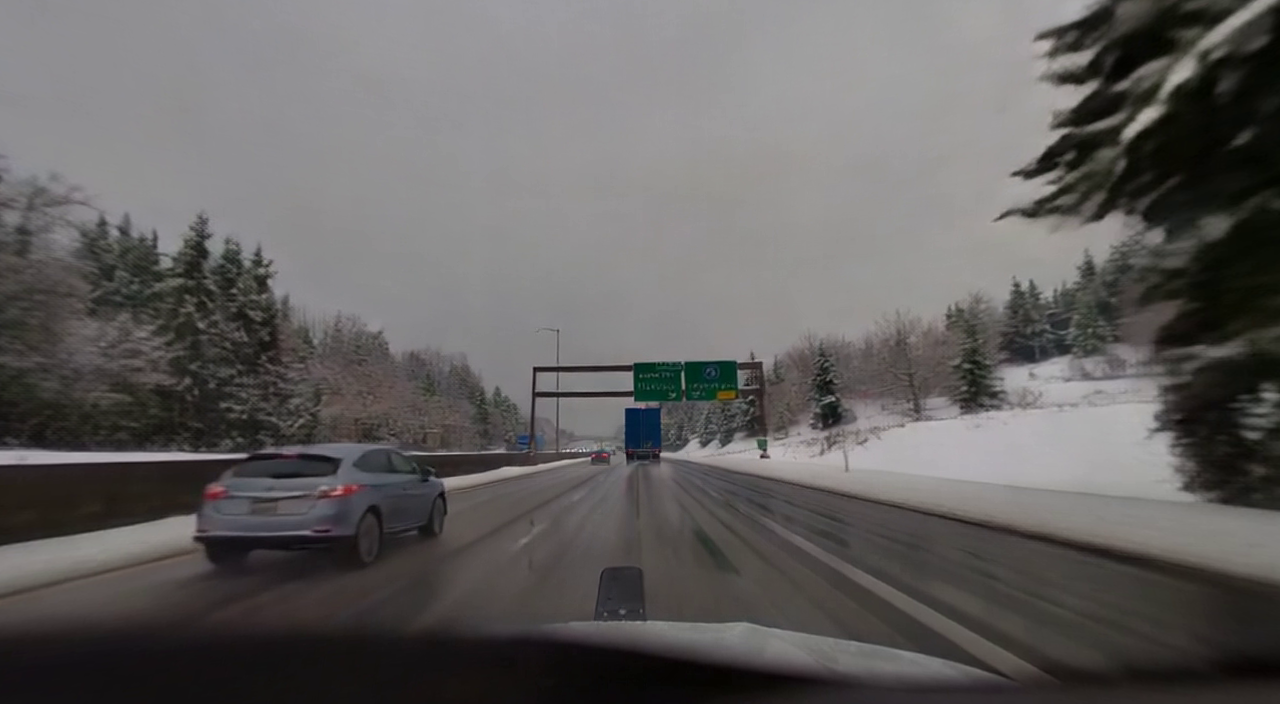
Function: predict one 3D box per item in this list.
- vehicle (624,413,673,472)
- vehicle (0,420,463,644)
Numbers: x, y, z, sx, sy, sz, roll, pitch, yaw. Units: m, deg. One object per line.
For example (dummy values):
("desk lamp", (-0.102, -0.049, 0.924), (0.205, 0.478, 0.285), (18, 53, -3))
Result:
("vehicle", (0.417, 6.273, 43.386), (2.893, 3.628, 9.081), (0, -9, -2))
("vehicle", (-3.779, 1.640, 6.965), (2.114, 1.523, 5.110), (0, -9, 1))
